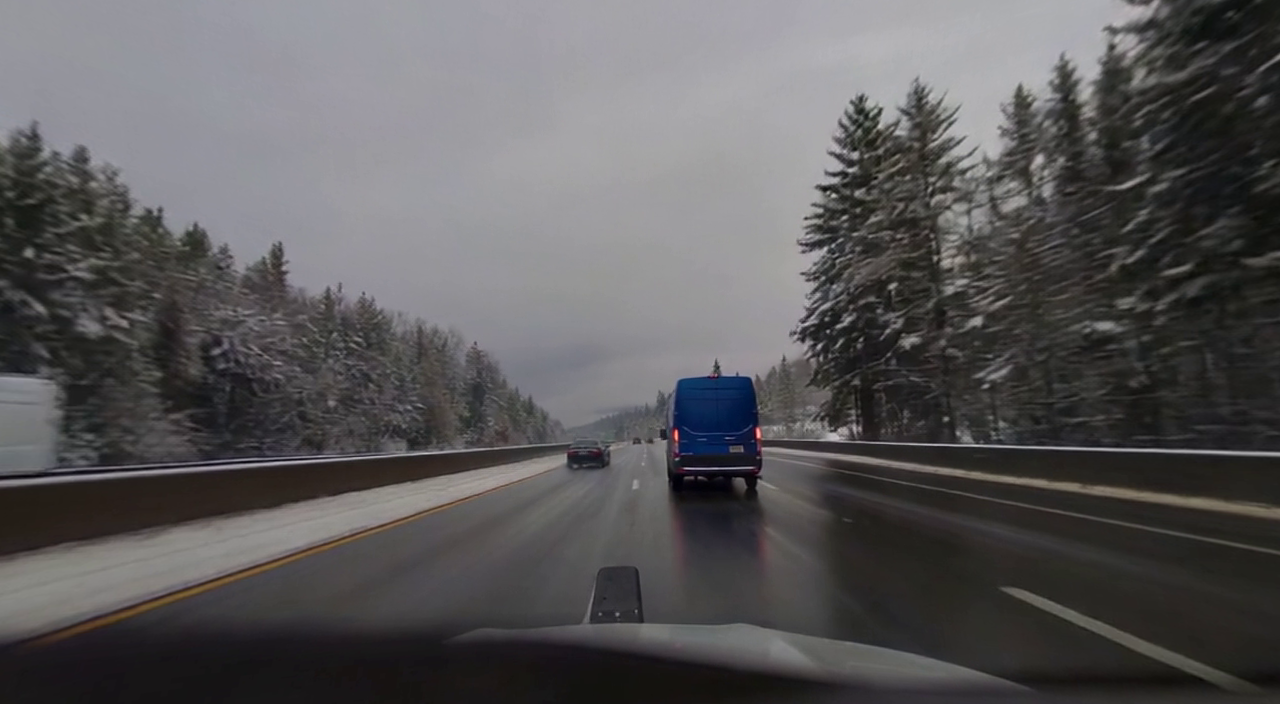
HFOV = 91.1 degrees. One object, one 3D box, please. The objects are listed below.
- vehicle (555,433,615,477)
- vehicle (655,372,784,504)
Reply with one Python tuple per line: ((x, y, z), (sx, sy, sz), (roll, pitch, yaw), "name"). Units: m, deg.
((-2.052, 3.955, 24.528), (1.900, 1.524, 4.324), (0, -8, 1), "vehicle")
((1.660, 2.177, 16.095), (2.416, 2.595, 7.243), (0, -8, 1), "vehicle")
